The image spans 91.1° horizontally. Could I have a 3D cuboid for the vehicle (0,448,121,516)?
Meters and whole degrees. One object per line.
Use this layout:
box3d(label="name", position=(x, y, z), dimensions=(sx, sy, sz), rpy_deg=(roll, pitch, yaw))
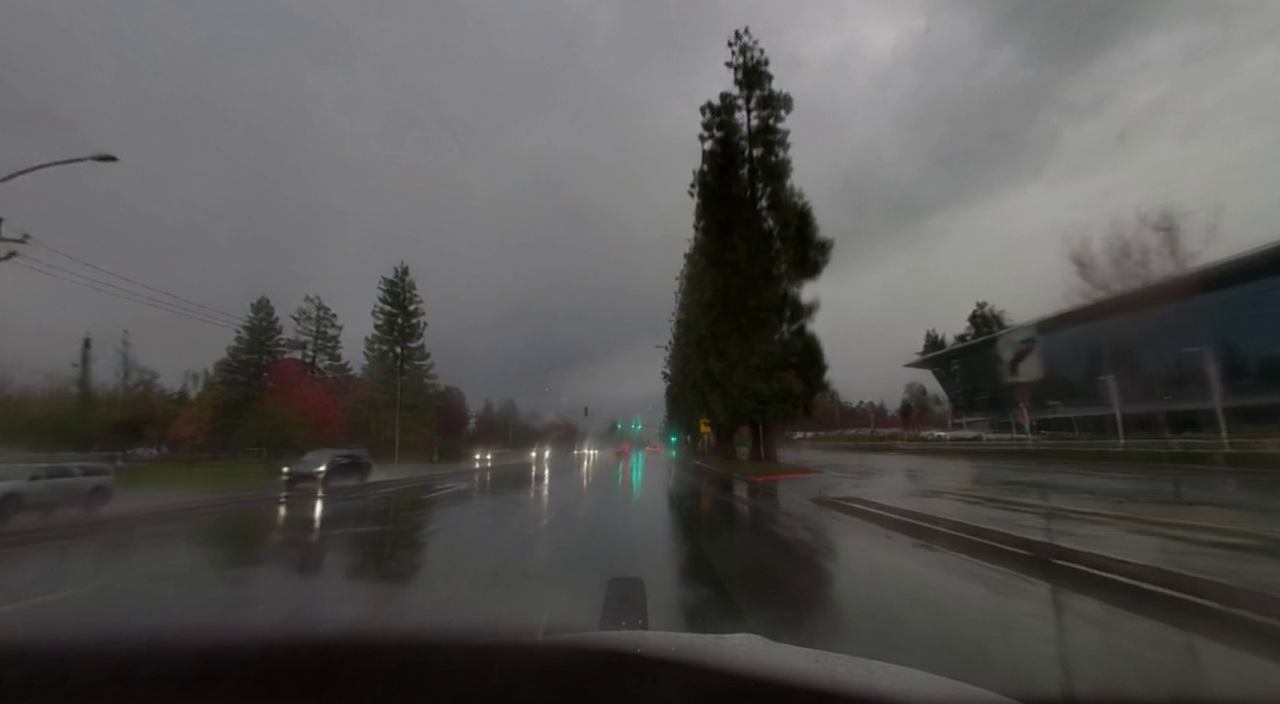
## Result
box3d(label="vehicle", position=(-17.316, 3.594, 17.406), dimensions=(1.998, 1.724, 4.486), rpy_deg=(-3, -9, 0))

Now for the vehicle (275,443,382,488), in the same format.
box3d(label="vehicle", position=(-13.410, 4.885, 27.424), dimensions=(2.145, 1.754, 4.777), rpy_deg=(0, -8, 1))
